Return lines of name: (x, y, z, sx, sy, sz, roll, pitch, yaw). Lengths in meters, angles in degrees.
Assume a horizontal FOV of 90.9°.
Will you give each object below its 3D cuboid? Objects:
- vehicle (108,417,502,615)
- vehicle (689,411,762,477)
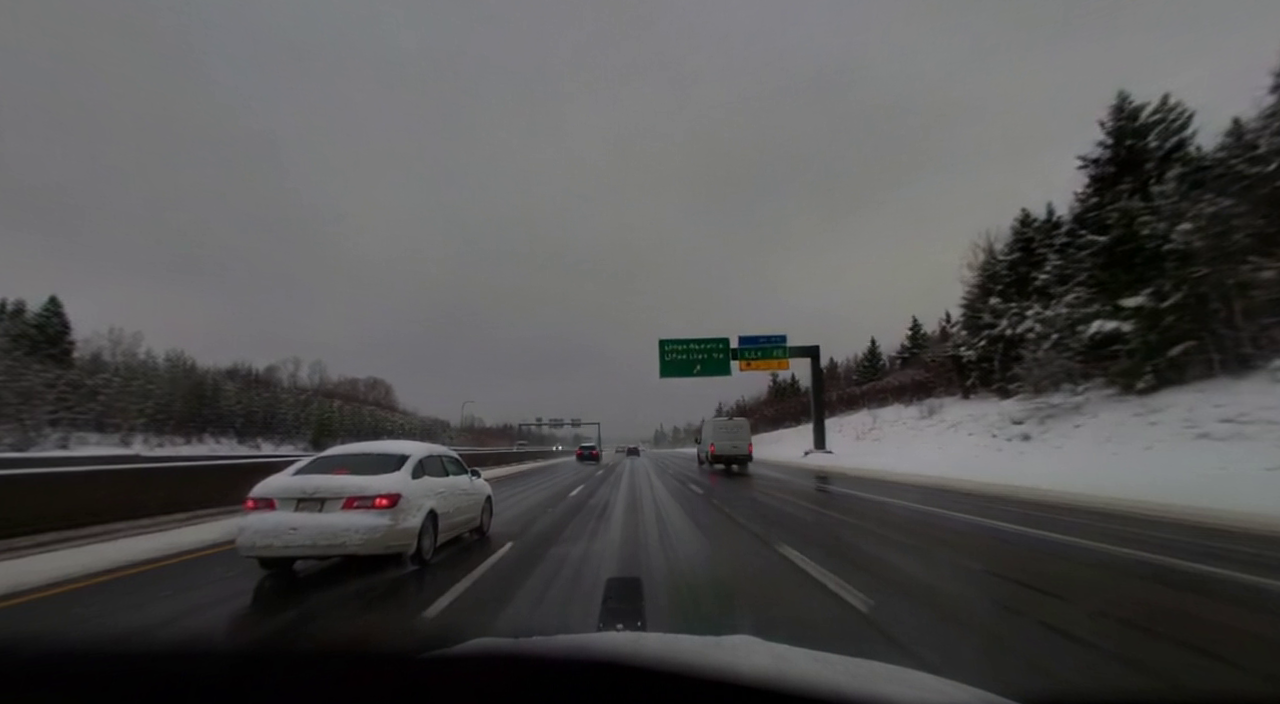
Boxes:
vehicle: (-3.122, 1.641, 7.320, 1.939, 1.513, 4.773, 0, -9, 0)
vehicle: (3.718, 4.191, 28.606, 2.361, 2.636, 5.684, 0, -9, -1)
